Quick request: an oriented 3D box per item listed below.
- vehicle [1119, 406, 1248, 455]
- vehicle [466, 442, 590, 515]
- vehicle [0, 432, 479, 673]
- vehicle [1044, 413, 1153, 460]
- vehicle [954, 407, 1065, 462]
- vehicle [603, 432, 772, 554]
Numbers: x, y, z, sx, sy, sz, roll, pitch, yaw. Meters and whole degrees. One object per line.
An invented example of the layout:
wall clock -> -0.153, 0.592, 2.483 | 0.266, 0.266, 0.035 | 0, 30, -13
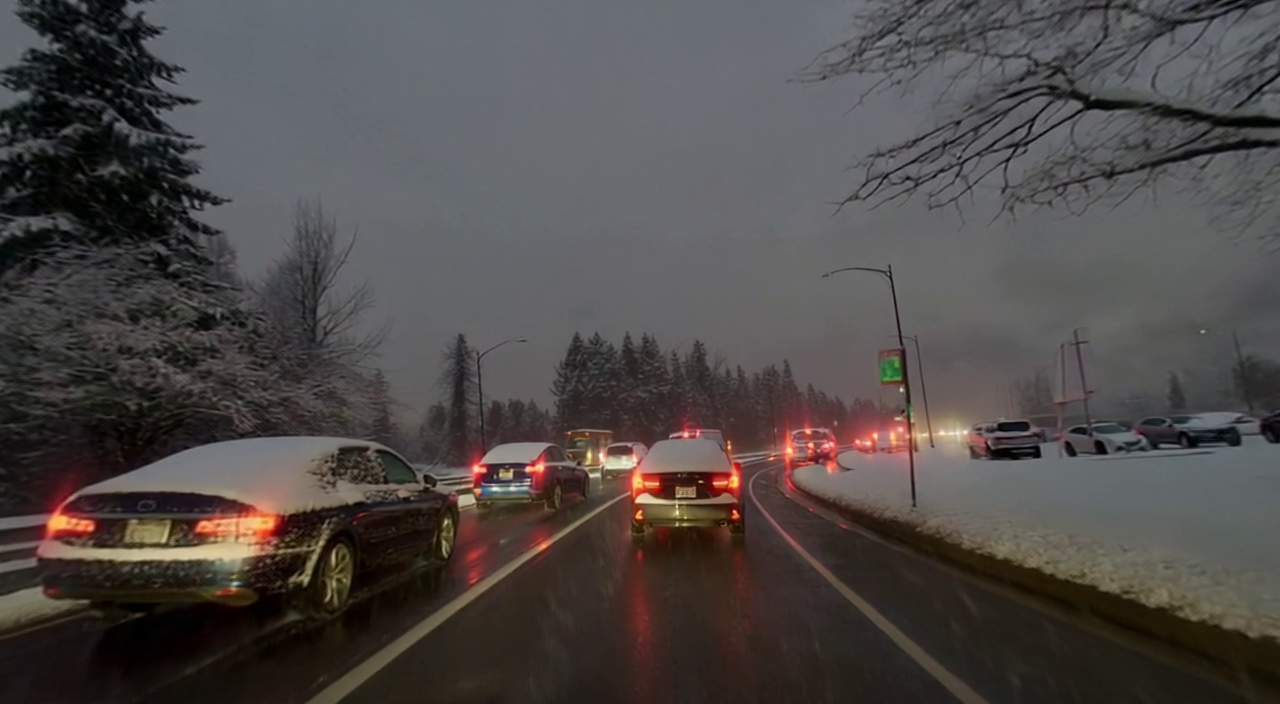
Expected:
vehicle -> 20.421, 3.001, 23.925 | 1.902, 1.529, 3.937 | -7, -9, 13
vehicle -> -2.530, 2.979, 15.361 | 1.870, 1.490, 4.187 | -1, -9, 6
vehicle -> -3.232, 1.601, 6.207 | 1.940, 1.502, 4.241 | -1, -9, 3
vehicle -> 17.760, 3.313, 24.632 | 1.803, 1.518, 3.893 | -7, -9, 11
vehicle -> 14.426, 3.314, 24.969 | 2.288, 1.933, 4.612 | -2, -9, 11
vehicle -> 0.745, 2.108, 10.139 | 2.142, 1.528, 4.133 | -1, -9, 4
